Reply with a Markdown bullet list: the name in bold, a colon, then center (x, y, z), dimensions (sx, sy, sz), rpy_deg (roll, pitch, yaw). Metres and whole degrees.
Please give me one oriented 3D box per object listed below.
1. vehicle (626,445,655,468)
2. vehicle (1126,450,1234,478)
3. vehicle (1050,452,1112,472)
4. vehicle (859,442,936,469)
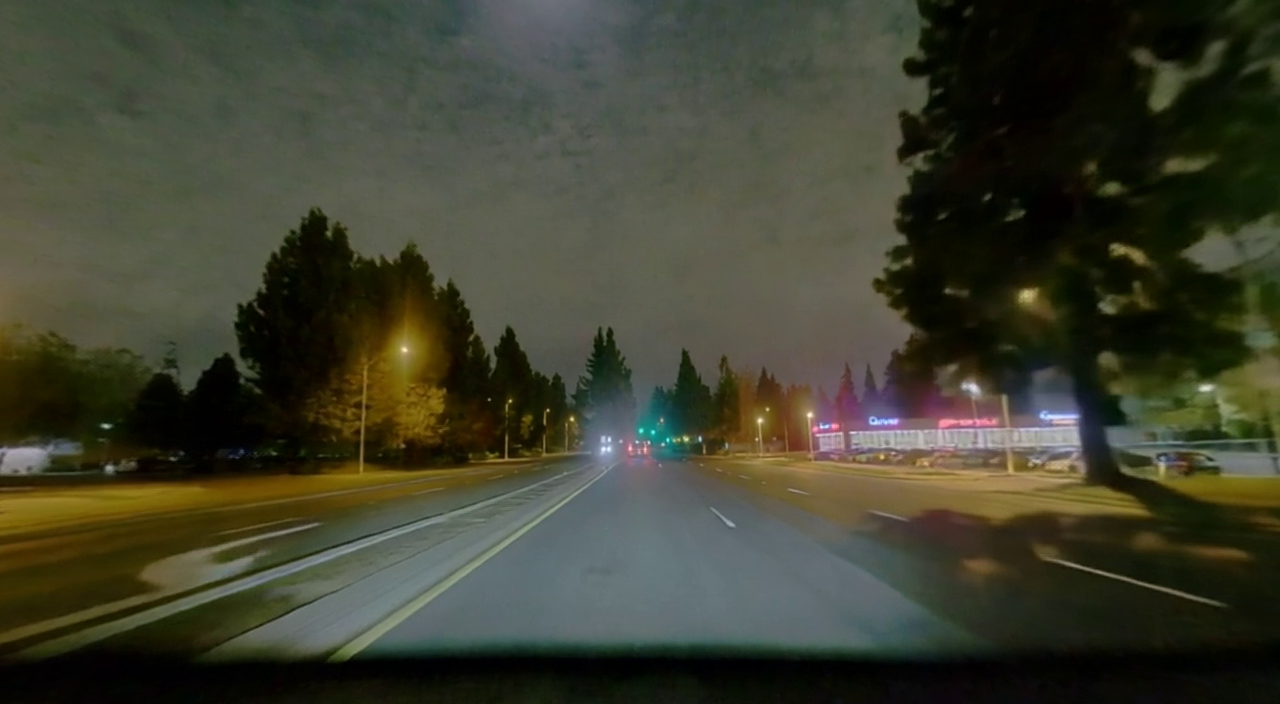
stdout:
- **vehicle**: center (0.001, 7.917, 48.272), dimensions (2.095, 1.647, 4.205), rpy_deg (0, -8, 0)
- **vehicle**: center (31.724, 6.586, 37.350), dimensions (2.058, 1.498, 4.870), rpy_deg (0, -8, -1)
- **vehicle**: center (34.647, 8.623, 49.729), dimensions (1.801, 1.425, 4.094), rpy_deg (0, -8, -2)
- **vehicle**: center (19.039, 7.686, 46.897), dimensions (4.739, 1.916, 2.136), rpy_deg (0, -8, 2)
